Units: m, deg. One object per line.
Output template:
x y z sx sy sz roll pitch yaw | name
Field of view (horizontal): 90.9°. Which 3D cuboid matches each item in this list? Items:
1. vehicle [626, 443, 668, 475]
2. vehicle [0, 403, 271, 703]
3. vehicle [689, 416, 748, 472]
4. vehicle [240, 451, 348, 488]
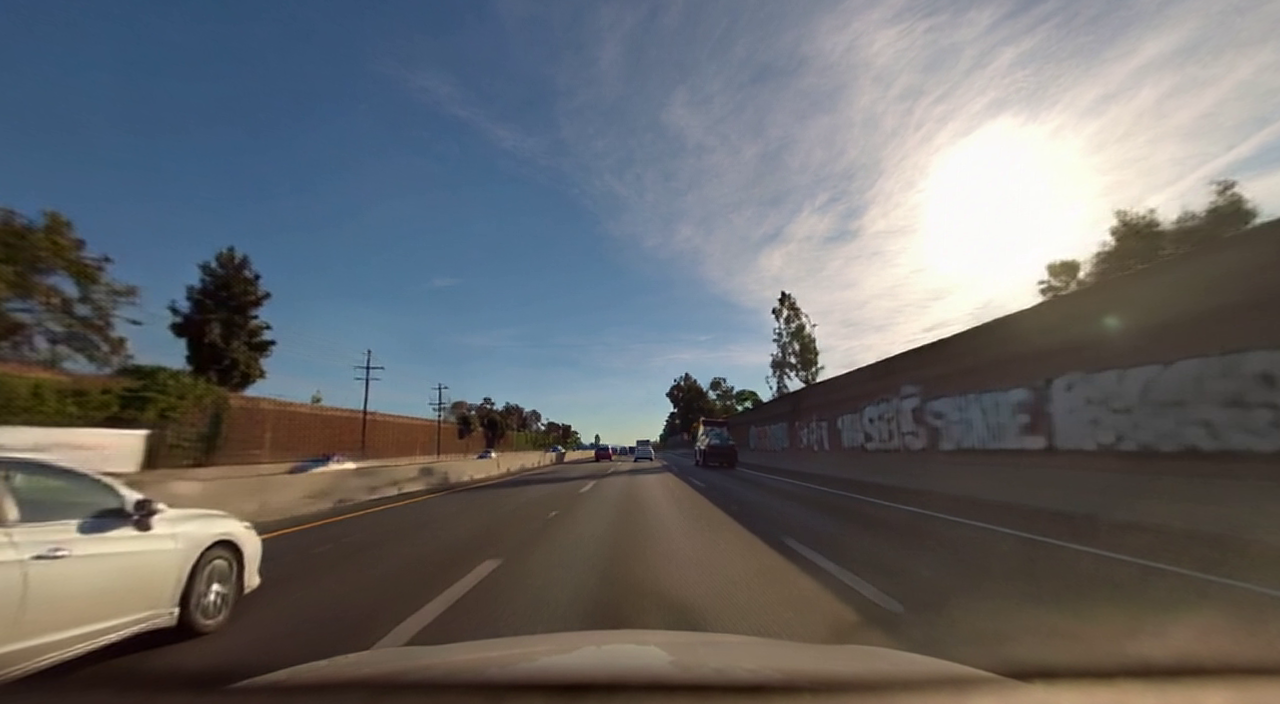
0.326 5.514 32.690 2.009 1.506 4.091 0 -9 0 | vehicle
-3.715 0.899 2.336 2.023 1.444 4.379 0 -9 0 | vehicle
4.426 5.362 36.621 2.549 2.931 6.310 0 -9 0 | vehicle
-16.550 5.641 30.561 2.207 1.599 5.423 0 -9 0 | vehicle
